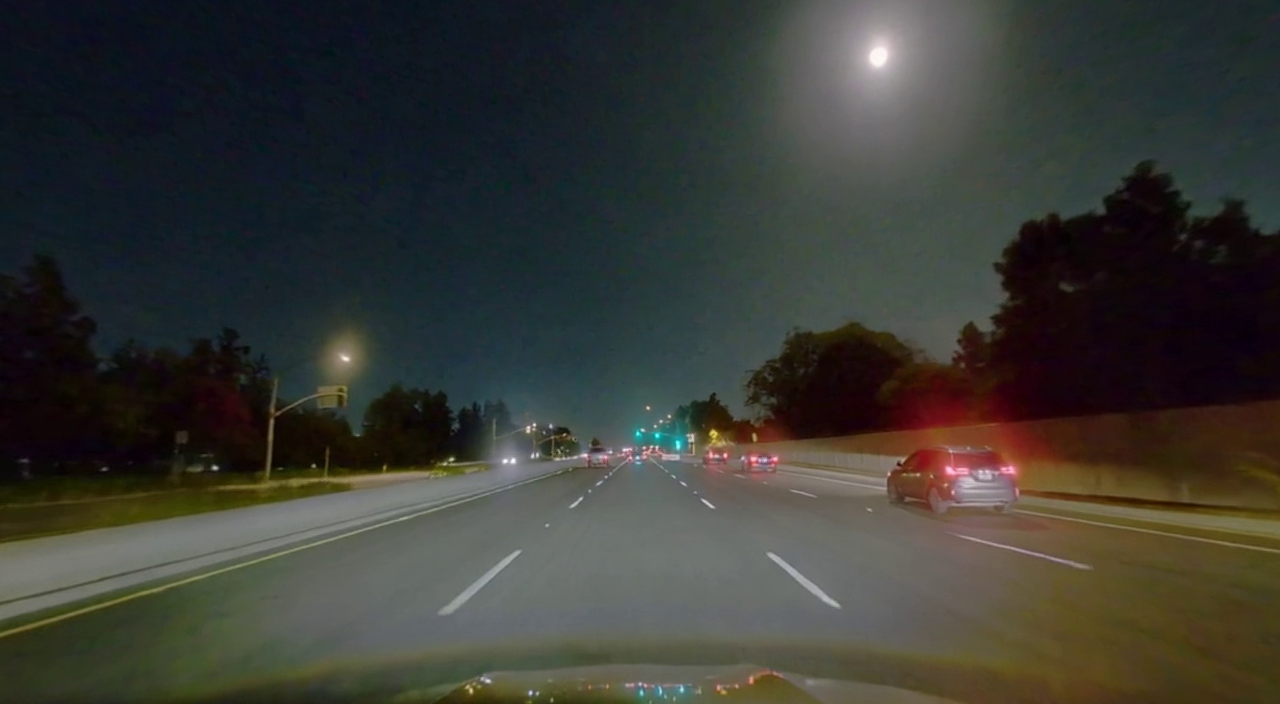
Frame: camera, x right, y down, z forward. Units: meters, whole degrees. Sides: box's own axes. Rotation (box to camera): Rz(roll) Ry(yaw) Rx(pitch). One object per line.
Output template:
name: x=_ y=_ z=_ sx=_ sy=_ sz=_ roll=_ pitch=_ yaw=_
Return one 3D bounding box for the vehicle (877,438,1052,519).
vehicle: x=6.862 y=2.678 z=13.879 sx=1.838 sy=1.518 sz=3.713 roll=0 pitch=-8 yaw=-1

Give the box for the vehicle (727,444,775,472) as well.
vehicle: x=6.611 y=6.339 z=37.997 sx=1.987 sy=1.597 sz=4.463 roll=0 pitch=-8 yaw=-1
